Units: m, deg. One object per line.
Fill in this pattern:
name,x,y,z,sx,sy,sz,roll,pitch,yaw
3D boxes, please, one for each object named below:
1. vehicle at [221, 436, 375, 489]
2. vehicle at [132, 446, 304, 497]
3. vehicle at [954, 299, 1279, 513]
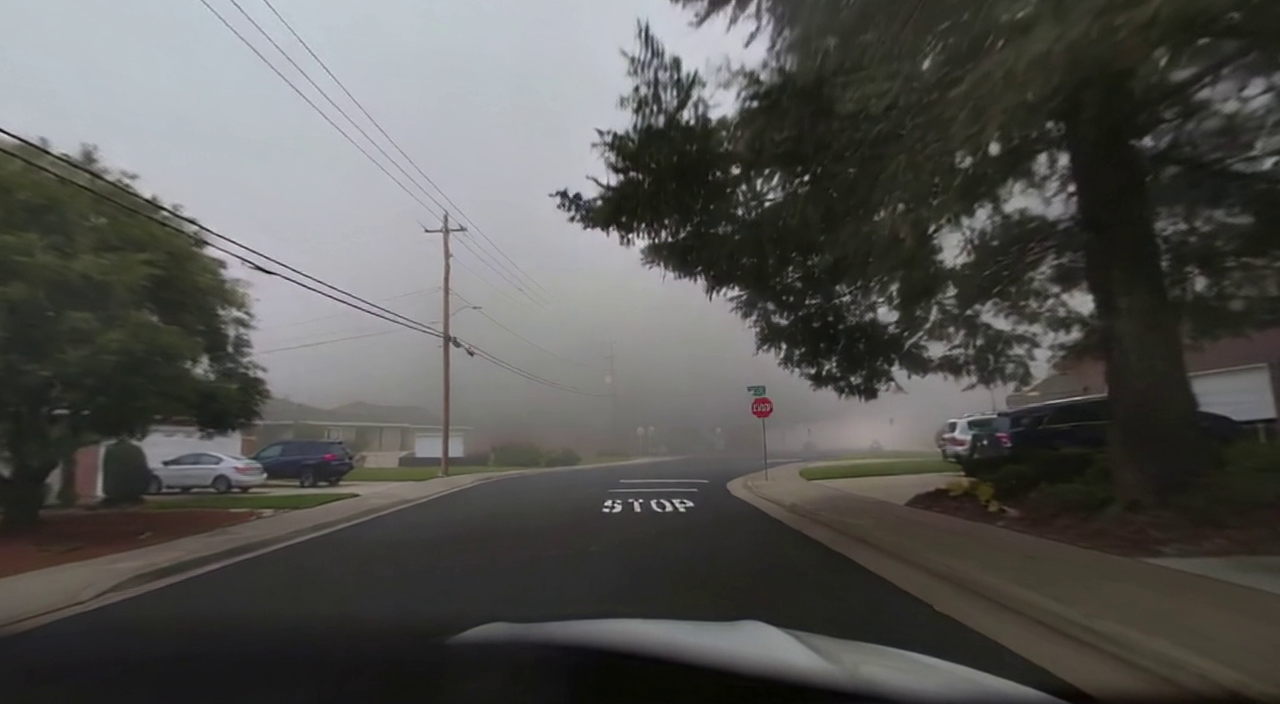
vehicle,-12.508,4.062,23.378,4.484,1.852,2.009,0,-8,-1
vehicle,-13.330,3.768,20.146,4.103,1.498,1.909,0,-8,2
vehicle,10.779,1.011,10.953,8.828,3.111,3.352,1,-8,0
